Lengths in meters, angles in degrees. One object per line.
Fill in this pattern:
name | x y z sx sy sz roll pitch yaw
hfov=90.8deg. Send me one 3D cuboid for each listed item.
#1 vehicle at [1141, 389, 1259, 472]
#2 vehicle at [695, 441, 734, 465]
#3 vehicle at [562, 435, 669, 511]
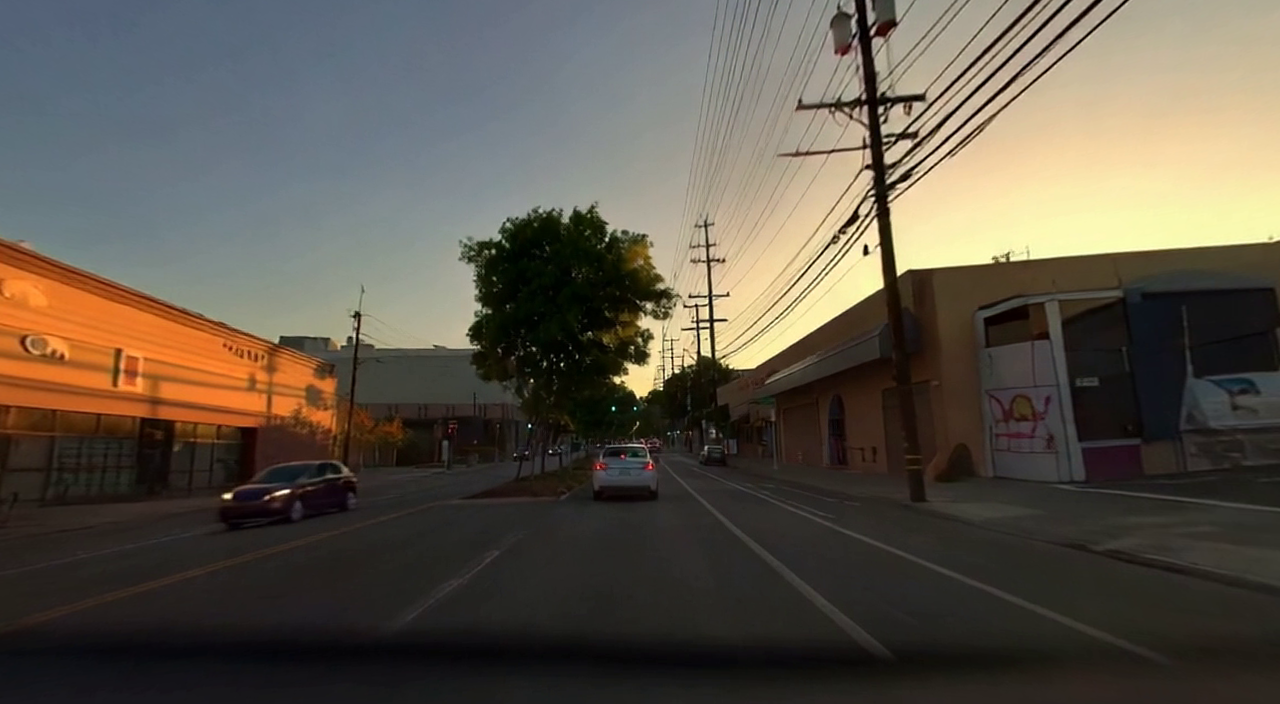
vehicle | 16.872 2.450 19.334 2.183 2.144 5.879 -7 -11 38
vehicle | 4.798 6.575 41.165 1.908 1.470 3.935 0 -8 -2
vehicle | -0.507 2.708 14.607 2.116 1.479 3.980 0 -8 -1
